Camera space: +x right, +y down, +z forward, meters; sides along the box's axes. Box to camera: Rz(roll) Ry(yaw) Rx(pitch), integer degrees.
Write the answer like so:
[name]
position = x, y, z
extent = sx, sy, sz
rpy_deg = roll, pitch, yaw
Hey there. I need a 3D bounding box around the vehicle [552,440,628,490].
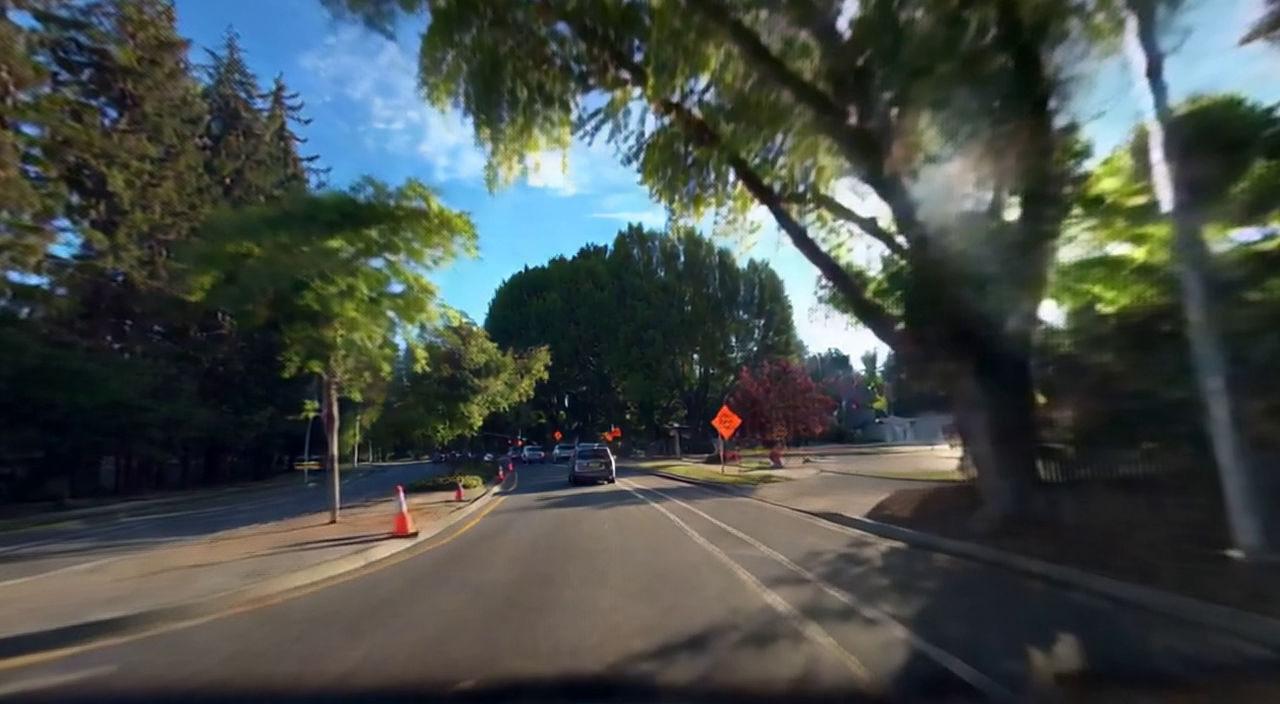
[vehicle]
position = -1.832, 3.820, 21.824
extent = 2.266, 1.508, 4.430
rpy_deg = 1, -9, -9
